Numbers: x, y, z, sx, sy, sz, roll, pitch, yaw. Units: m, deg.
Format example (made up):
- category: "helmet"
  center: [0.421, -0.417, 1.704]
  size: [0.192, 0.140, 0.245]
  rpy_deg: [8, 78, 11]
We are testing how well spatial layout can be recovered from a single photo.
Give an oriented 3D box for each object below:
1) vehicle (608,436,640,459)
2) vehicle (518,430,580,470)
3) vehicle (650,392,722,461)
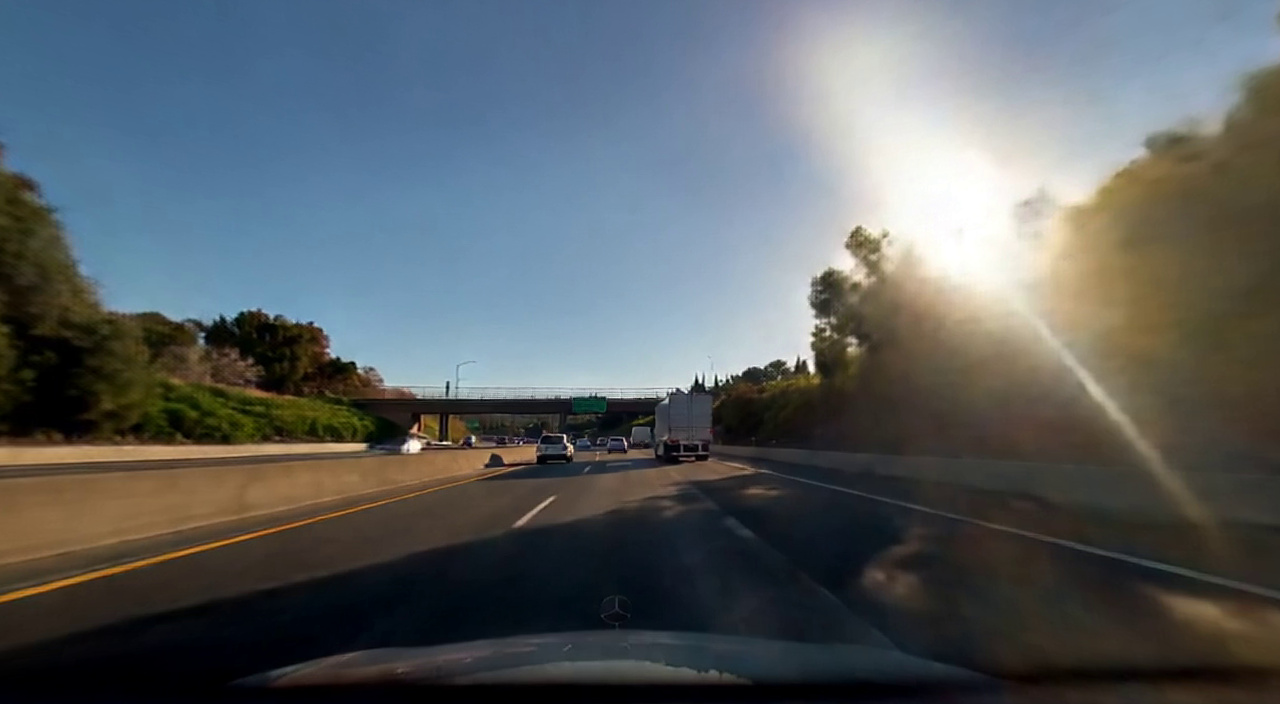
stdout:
- category: "vehicle"
  center: [-1.159, 6.604, 43.673]
  size: [2.125, 1.542, 3.816]
  rpy_deg: [0, -8, -2]
- category: "vehicle"
  center: [-4.273, 4.714, 30.425]
  size: [2.377, 1.747, 4.703]
  rpy_deg: [0, -8, -1]
- category: "vehicle"
  center: [2.803, 5.340, 43.716]
  size: [3.301, 4.034, 13.722]
  rpy_deg: [0, -8, -3]
